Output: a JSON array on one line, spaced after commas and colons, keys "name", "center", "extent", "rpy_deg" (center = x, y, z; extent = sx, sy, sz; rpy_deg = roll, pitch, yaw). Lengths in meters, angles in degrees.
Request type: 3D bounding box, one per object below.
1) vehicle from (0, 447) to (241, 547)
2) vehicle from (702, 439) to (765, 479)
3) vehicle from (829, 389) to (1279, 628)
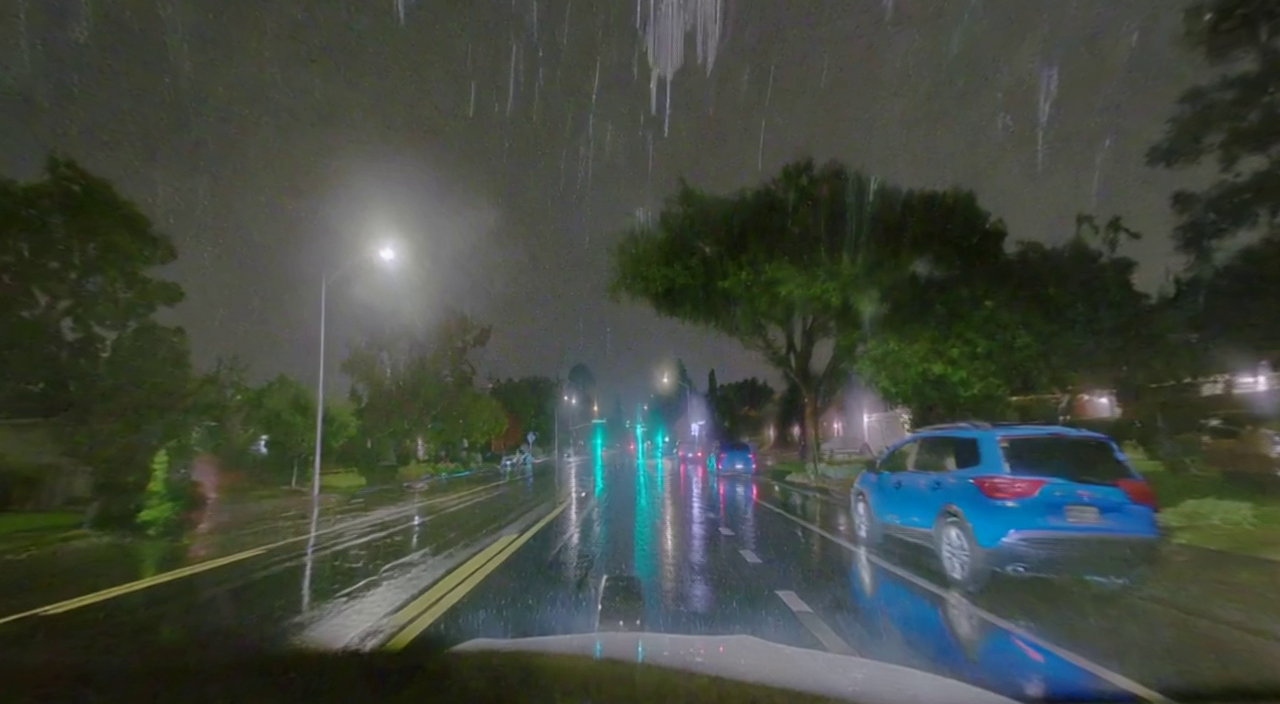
[{"name": "vehicle", "center": [-11.232, 3.018, 13.911], "extent": [2.077, 1.822, 4.305], "rpy_deg": [0, -8, -1]}, {"name": "vehicle", "center": [4.175, 4.885, 29.118], "extent": [2.173, 1.656, 4.514], "rpy_deg": [0, -8, -1]}, {"name": "vehicle", "center": [4.024, 1.565, 7.341], "extent": [2.139, 1.827, 4.791], "rpy_deg": [0, -9, 0]}]
